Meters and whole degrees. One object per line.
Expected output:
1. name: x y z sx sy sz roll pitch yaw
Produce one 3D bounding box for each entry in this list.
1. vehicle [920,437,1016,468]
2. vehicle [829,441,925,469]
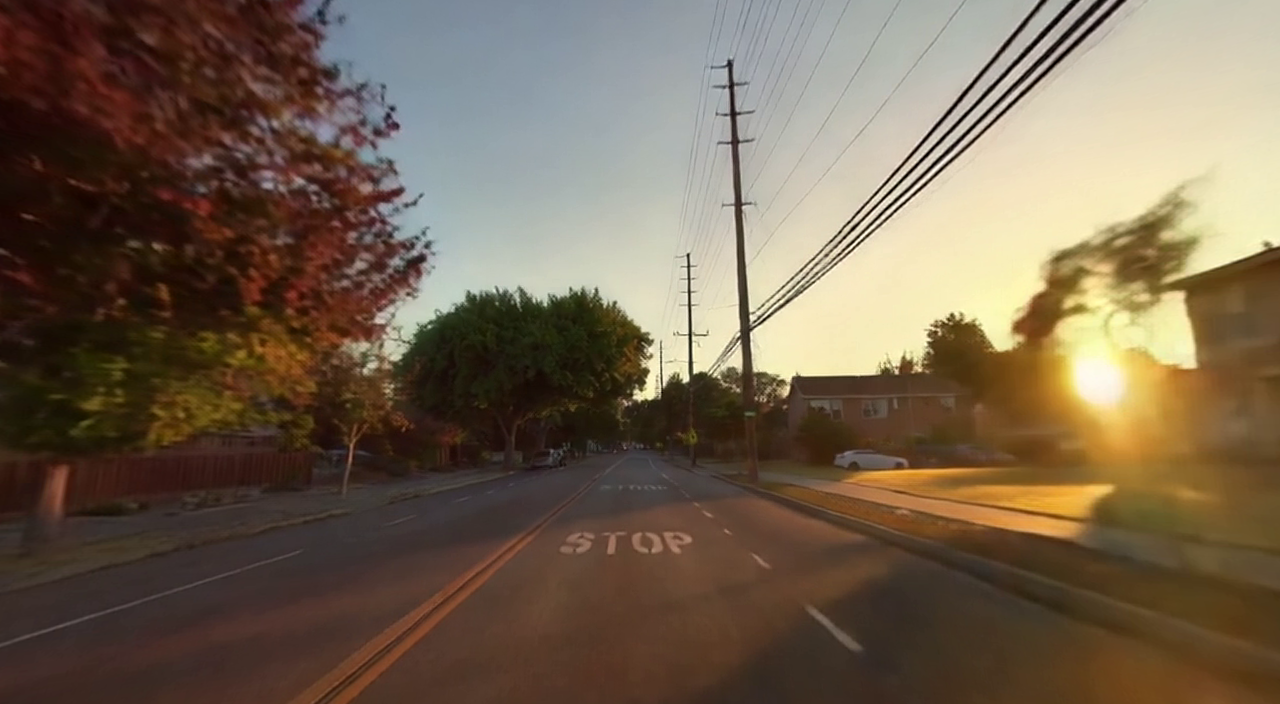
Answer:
1. vehicle: 18.814 5.747 36.383 4.362 1.480 1.903 -3 -7 0
2. vehicle: 13.584 5.925 36.383 4.624 1.420 2.045 -1 -9 -5
